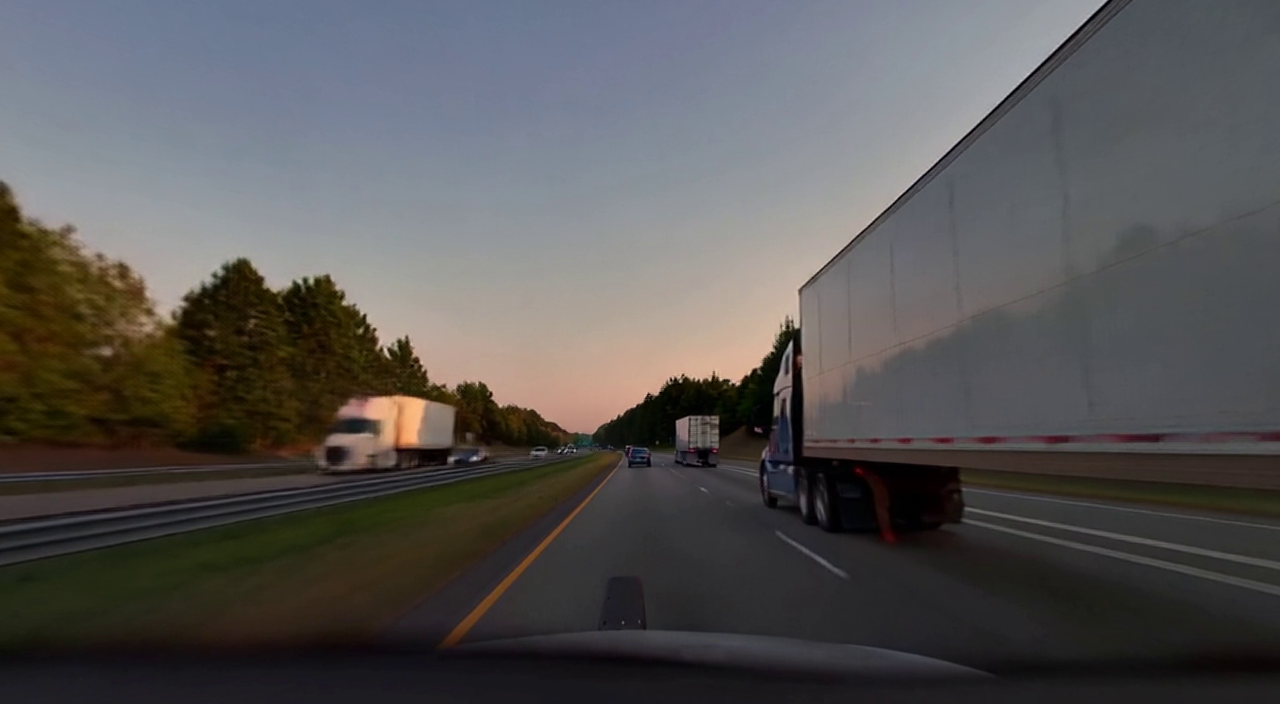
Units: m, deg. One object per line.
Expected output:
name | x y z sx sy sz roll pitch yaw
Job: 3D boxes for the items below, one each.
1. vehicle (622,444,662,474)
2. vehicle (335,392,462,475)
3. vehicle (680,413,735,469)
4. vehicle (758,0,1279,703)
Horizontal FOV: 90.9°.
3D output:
vehicle | 0.078 5.754 34.066 2.051 1.513 4.511 0 -9 -1
vehicle | -13.116 4.733 35.609 2.934 4.014 10.387 0 -9 0
vehicle | 4.184 5.707 40.248 2.684 3.263 5.865 0 -9 -2
vehicle | 3.771 -0.074 4.177 2.883 4.057 14.579 0 -9 -1
